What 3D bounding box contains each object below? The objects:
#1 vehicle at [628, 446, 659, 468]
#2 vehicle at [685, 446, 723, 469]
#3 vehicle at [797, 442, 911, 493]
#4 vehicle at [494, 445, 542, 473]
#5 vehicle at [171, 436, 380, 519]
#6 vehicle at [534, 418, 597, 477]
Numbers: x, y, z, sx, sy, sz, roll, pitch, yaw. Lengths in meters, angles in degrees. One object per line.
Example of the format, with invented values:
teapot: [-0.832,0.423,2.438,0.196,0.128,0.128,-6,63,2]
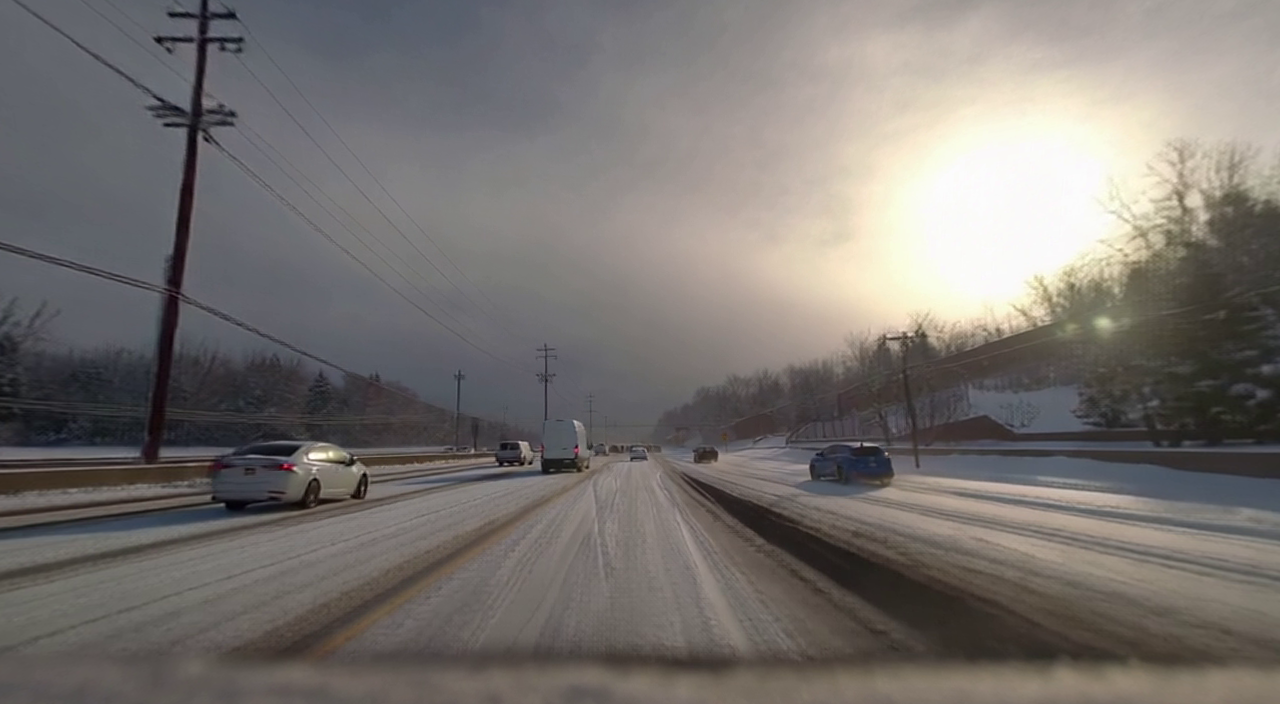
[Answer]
vehicle: [0.191,7.556,45.422,2.084,1.492,4.137,0,-9,-2]
vehicle: [4.554,7.609,45.614,2.095,1.504,4.536,0,-9,-2]
vehicle: [6.891,3.740,20.827,2.052,1.470,4.364,0,-9,-3]
vehicle: [-7.141,6.290,37.271,1.944,1.490,4.442,0,-9,1]
vehicle: [-7.694,2.672,13.953,1.967,1.525,4.458,0,-9,0]
vehicle: [-3.603,4.837,31.851,2.395,2.660,5.827,0,-9,1]
